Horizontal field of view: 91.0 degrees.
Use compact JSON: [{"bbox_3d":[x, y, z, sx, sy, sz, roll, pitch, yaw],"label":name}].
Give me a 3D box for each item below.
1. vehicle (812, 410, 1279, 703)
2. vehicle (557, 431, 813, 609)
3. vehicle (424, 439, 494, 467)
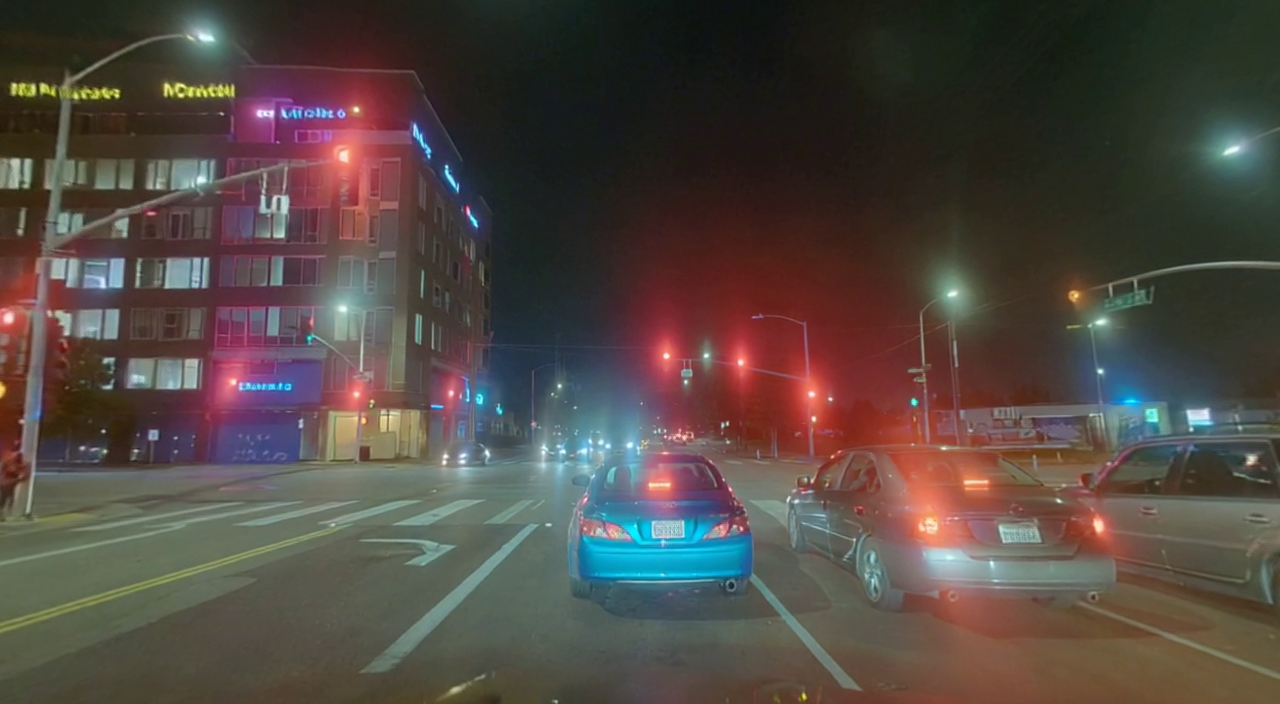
[{"bbox_3d":[2.828,1.288,4.545,1.961,1.498,4.356,0,-8,0],"label":"vehicle"},{"bbox_3d":[0.303,1.705,7.364,2.132,1.464,4.089,0,-8,-2],"label":"vehicle"},{"bbox_3d":[-10.795,6.032,37.762,2.030,1.596,3.912,-3,-9,20],"label":"vehicle"}]
